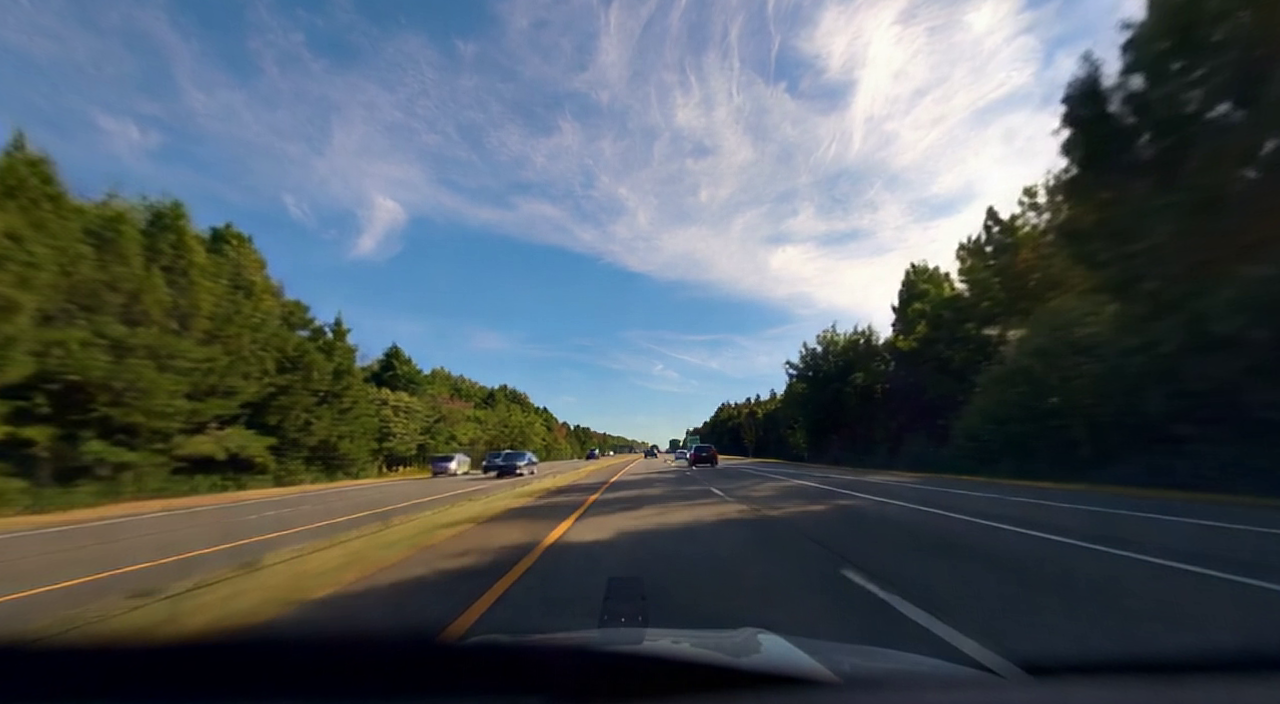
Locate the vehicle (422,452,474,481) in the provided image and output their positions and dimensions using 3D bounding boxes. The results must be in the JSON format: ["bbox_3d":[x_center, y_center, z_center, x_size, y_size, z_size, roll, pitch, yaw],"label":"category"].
[{"bbox_3d":[-12.509,7.457,41.301,1.914,1.702,4.605,0,-9,1],"label":"vehicle"}]

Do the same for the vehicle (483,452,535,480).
[{"bbox_3d":[-7.662,6.693,37.334,1.971,1.514,4.586,0,-9,1],"label":"vehicle"}]

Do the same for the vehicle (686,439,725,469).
[{"bbox_3d":[4.619,7.267,45.134,2.189,2.007,4.872,0,-9,-1],"label":"vehicle"}]
